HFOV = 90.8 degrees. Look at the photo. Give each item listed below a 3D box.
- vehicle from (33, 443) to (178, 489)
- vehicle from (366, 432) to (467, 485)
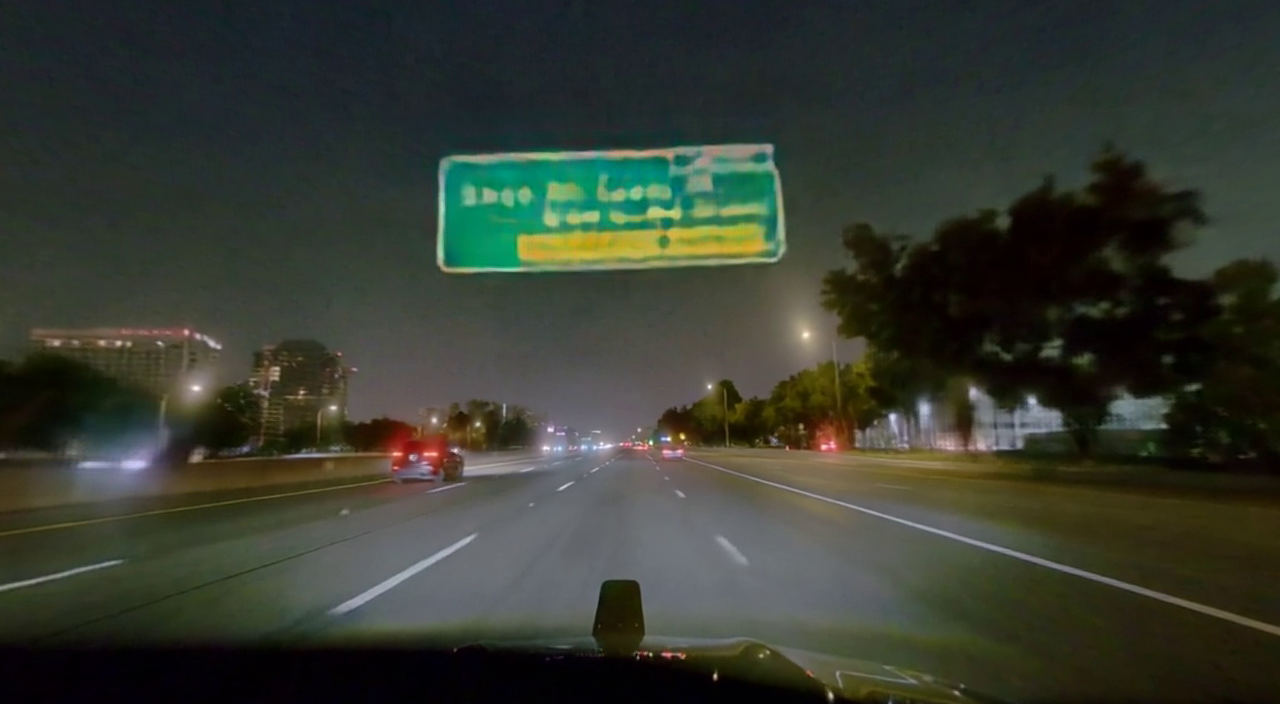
[{"bbox_3d":[-21.945,4.645,26.245,1.982,1.661,4.636,0,-8,0],"label":"vehicle"},{"bbox_3d":[-8.040,3.869,23.219,2.089,1.724,4.327,0,-9,0],"label":"vehicle"}]
